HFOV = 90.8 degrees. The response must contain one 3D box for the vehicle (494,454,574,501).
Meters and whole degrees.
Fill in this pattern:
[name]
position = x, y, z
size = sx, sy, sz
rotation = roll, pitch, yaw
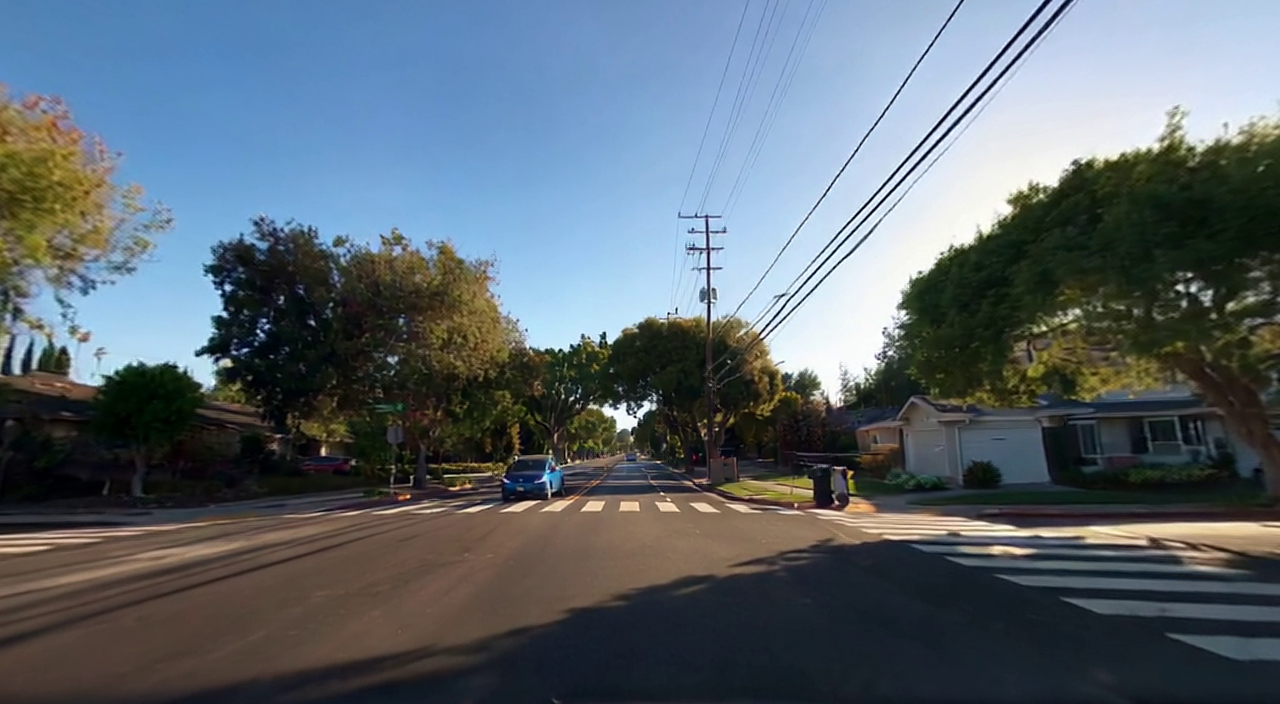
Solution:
[vehicle]
position = -3.700, 4.449, 22.791
size = 2.102, 1.463, 4.024
rotation = 0, -9, 1
